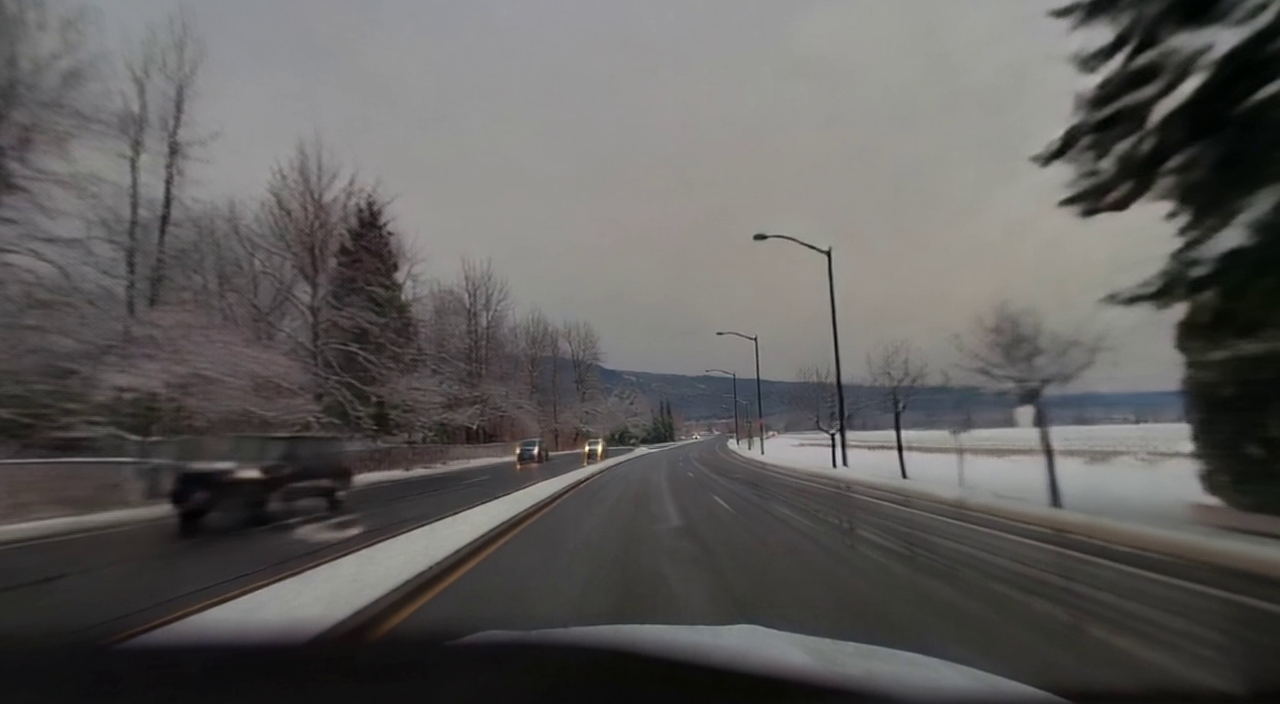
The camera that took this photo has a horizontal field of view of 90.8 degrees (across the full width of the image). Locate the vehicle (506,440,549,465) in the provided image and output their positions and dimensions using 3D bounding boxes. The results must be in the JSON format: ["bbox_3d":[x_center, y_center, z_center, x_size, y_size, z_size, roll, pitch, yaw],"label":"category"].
[{"bbox_3d":[-7.708,6.921,43.695,1.982,1.671,4.431,0,-8,3],"label":"vehicle"}]

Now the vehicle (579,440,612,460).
[{"bbox_3d":[-3.403,7.542,48.808,1.989,1.461,4.081,-1,-8,4],"label":"vehicle"}]

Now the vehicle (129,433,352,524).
[{"bbox_3d":[-8.469,2.687,14.019,2.058,1.680,4.315,0,-8,1],"label":"vehicle"}]
